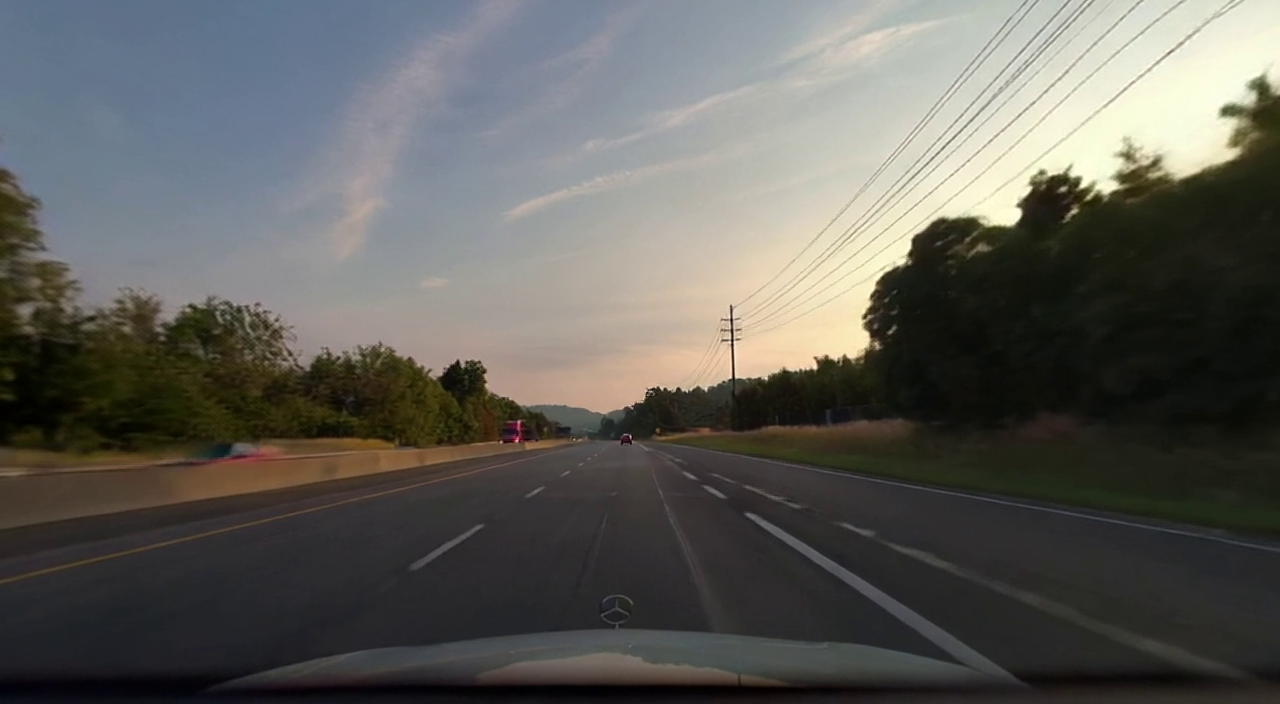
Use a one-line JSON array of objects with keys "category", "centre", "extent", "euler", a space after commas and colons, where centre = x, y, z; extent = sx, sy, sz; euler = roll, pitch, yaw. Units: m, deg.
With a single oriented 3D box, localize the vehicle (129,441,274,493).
[{"category": "vehicle", "centre": [-13.695, 3.572, 20.002], "extent": [1.881, 1.474, 3.819], "euler": [0, -8, -2]}]
